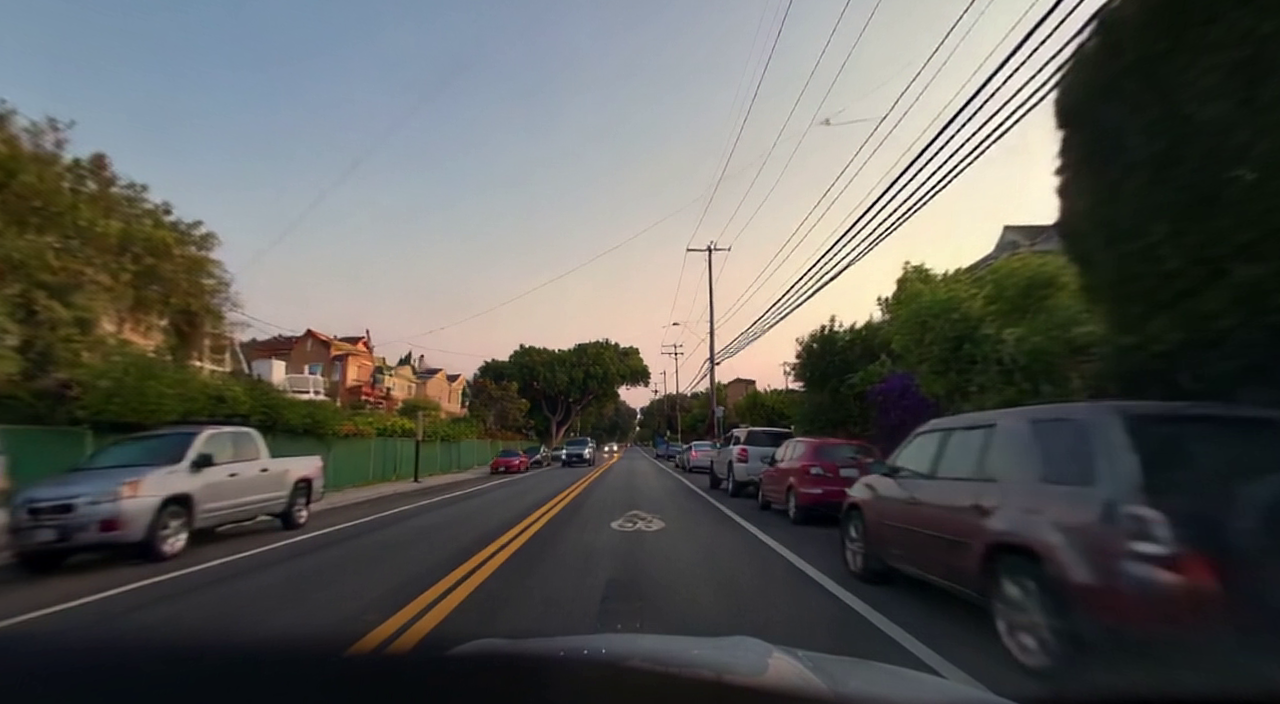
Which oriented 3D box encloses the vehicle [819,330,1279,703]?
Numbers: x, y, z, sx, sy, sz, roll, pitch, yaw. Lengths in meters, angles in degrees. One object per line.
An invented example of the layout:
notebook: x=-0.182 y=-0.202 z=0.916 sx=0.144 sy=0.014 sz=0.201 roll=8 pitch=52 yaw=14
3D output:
vehicle: x=3.315 y=1.176 z=4.767 sx=2.338 sy=1.822 sz=4.877 roll=0 pitch=-9 yaw=-2

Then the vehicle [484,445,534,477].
vehicle: x=-6.921 y=5.770 z=33.746 sx=1.866 sy=1.487 sz=4.416 roll=-1 pitch=-8 yaw=-2

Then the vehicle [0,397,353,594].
vehicle: x=-6.688 y=1.911 z=9.573 sx=2.195 sy=2.033 sz=5.741 roll=-1 pitch=-8 yaw=-2

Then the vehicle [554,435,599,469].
vehicle: x=-3.863 y=6.209 z=39.327 sx=2.194 sy=1.935 sz=4.807 roll=0 pitch=-9 yaw=1
